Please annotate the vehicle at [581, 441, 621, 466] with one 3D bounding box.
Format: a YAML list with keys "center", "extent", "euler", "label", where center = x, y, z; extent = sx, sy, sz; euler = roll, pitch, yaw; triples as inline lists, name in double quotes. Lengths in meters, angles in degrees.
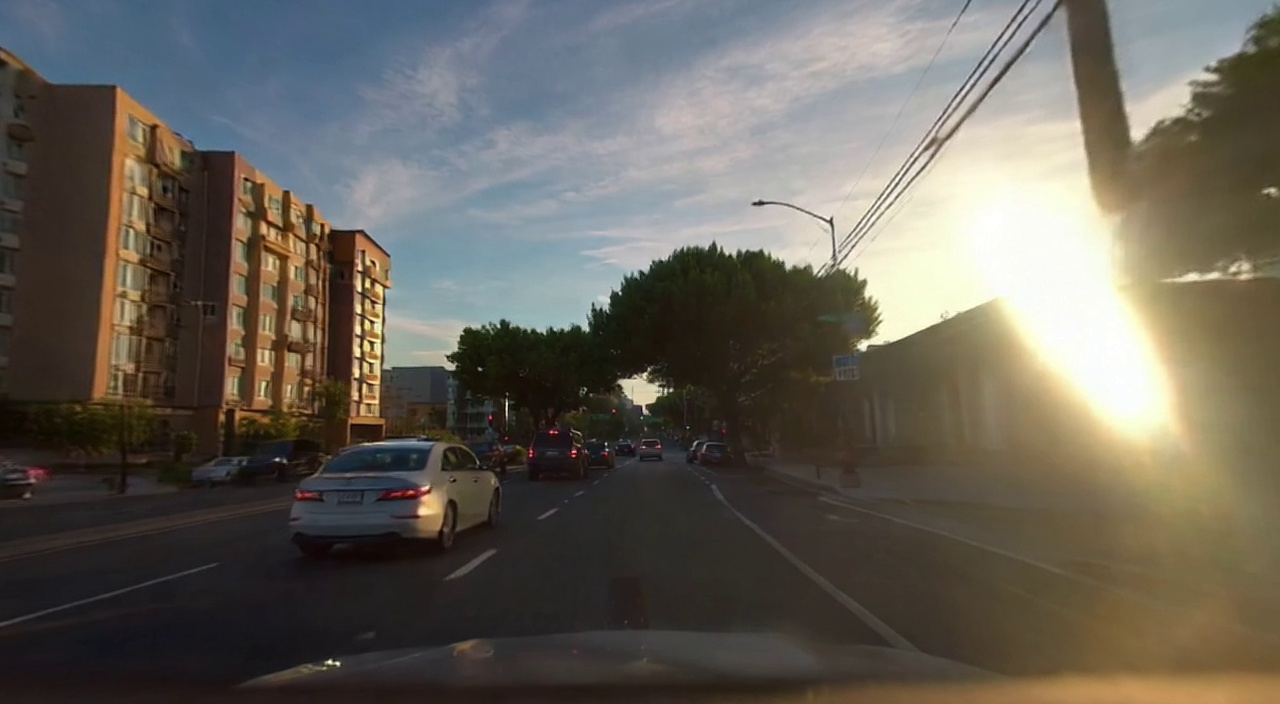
- center: [-2.456, 6.542, 40.801]
  extent: [2.246, 1.481, 4.146]
  euler: [-1, -9, 1]
  label: "vehicle"

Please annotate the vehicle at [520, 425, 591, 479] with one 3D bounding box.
- center: [-3.296, 4.050, 25.661]
  extent: [2.152, 1.987, 4.527]
  euler: [-1, -9, 1]
  label: "vehicle"

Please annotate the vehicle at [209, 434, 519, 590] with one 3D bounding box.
- center: [-2.962, 1.804, 8.005]
  extent: [1.959, 1.406, 4.272]
  euler: [0, -9, 1]
  label: "vehicle"

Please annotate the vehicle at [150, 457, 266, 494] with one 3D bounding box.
- center: [-19.618, 5.615, 28.948]
  extent: [1.878, 1.472, 4.736]
  euler: [-1, -9, 1]
  label: "vehicle"
